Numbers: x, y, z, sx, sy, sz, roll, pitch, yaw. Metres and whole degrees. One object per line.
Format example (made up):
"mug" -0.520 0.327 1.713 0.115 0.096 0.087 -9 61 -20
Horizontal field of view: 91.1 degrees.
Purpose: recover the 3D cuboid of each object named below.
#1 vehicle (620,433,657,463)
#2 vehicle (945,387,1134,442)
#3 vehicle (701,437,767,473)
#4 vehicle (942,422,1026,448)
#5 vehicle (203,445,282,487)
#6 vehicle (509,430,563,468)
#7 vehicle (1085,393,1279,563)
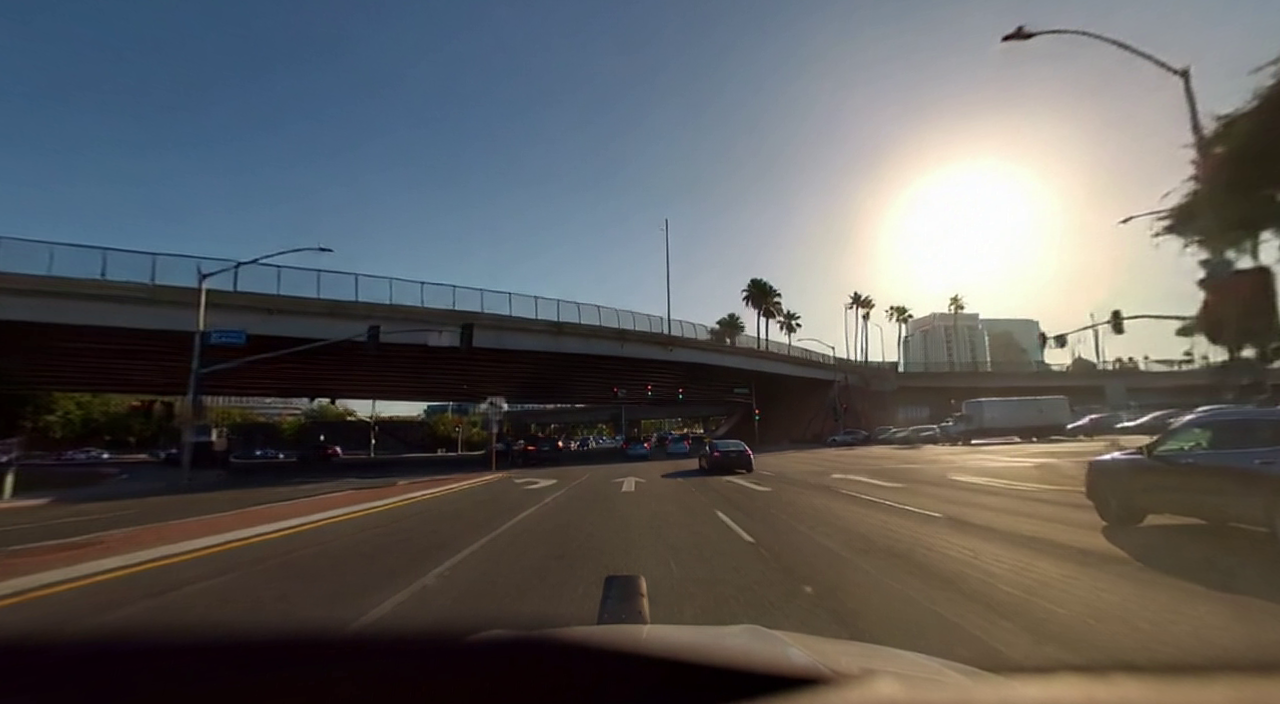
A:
"vehicle" -0.120 5.928 38.958 2.172 1.694 4.055 0 -8 0
"vehicle" 29.610 4.816 47.223 11.347 3.908 3.080 -2 -8 14
"vehicle" 3.906 4.334 26.733 2.156 1.404 4.120 0 -8 0
"vehicle" 24.485 5.950 44.877 4.835 1.536 1.984 -6 -10 14
"vehicle" -17.366 4.946 27.662 2.073 1.607 4.669 3 -8 -23
"vehicle" -6.152 5.595 36.519 2.485 2.012 5.498 2 -8 -16
"vehicle" 7.251 1.307 6.687 1.964 1.647 4.114 0 -8 0
